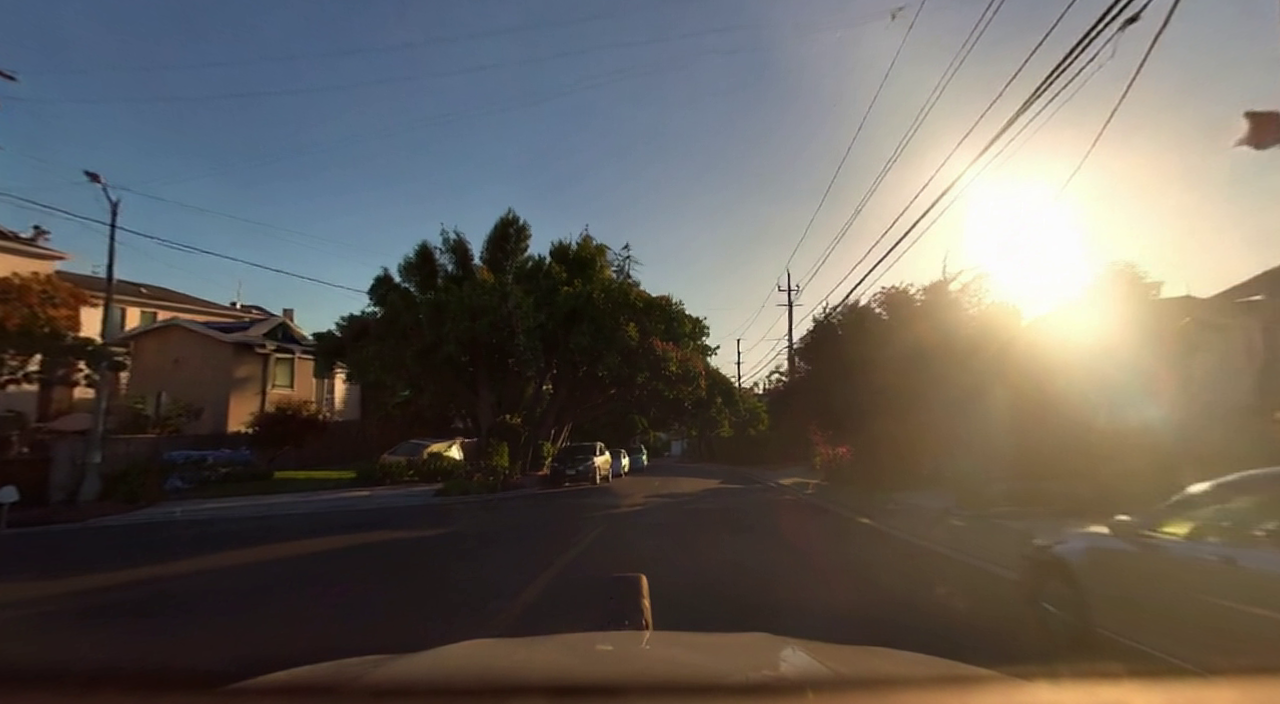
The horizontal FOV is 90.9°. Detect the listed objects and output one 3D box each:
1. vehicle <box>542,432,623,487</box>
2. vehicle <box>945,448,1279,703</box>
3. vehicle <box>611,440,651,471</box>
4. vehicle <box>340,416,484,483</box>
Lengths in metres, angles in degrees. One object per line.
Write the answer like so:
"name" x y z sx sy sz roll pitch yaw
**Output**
"vehicle" -2.141 4.323 25.647 2.463 1.951 5.794 0 -9 3
"vehicle" 3.737 1.212 3.053 2.151 1.468 5.066 0 -9 2
"vehicle" -0.521 6.850 41.948 2.139 1.882 4.635 -1 -9 6
"vehicle" -10.182 4.427 28.747 5.828 2.818 2.231 2 -9 -13
